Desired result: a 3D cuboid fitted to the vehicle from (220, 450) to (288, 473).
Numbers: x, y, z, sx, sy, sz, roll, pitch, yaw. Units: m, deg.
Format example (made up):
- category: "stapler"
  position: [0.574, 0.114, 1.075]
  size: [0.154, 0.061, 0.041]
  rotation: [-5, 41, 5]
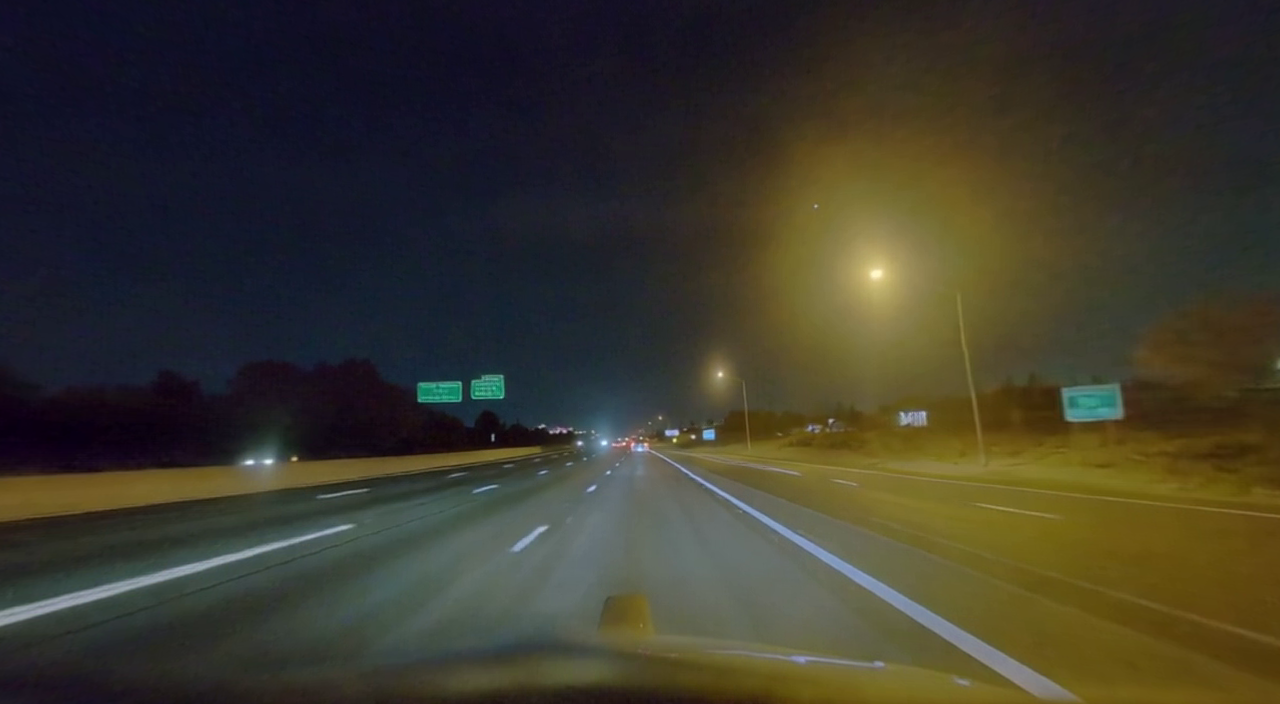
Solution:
- category: "vehicle"
  position: [-27.137, 7.673, 44.501]
  size: [1.863, 1.509, 4.466]
  rotation: [-1, -9, 2]
